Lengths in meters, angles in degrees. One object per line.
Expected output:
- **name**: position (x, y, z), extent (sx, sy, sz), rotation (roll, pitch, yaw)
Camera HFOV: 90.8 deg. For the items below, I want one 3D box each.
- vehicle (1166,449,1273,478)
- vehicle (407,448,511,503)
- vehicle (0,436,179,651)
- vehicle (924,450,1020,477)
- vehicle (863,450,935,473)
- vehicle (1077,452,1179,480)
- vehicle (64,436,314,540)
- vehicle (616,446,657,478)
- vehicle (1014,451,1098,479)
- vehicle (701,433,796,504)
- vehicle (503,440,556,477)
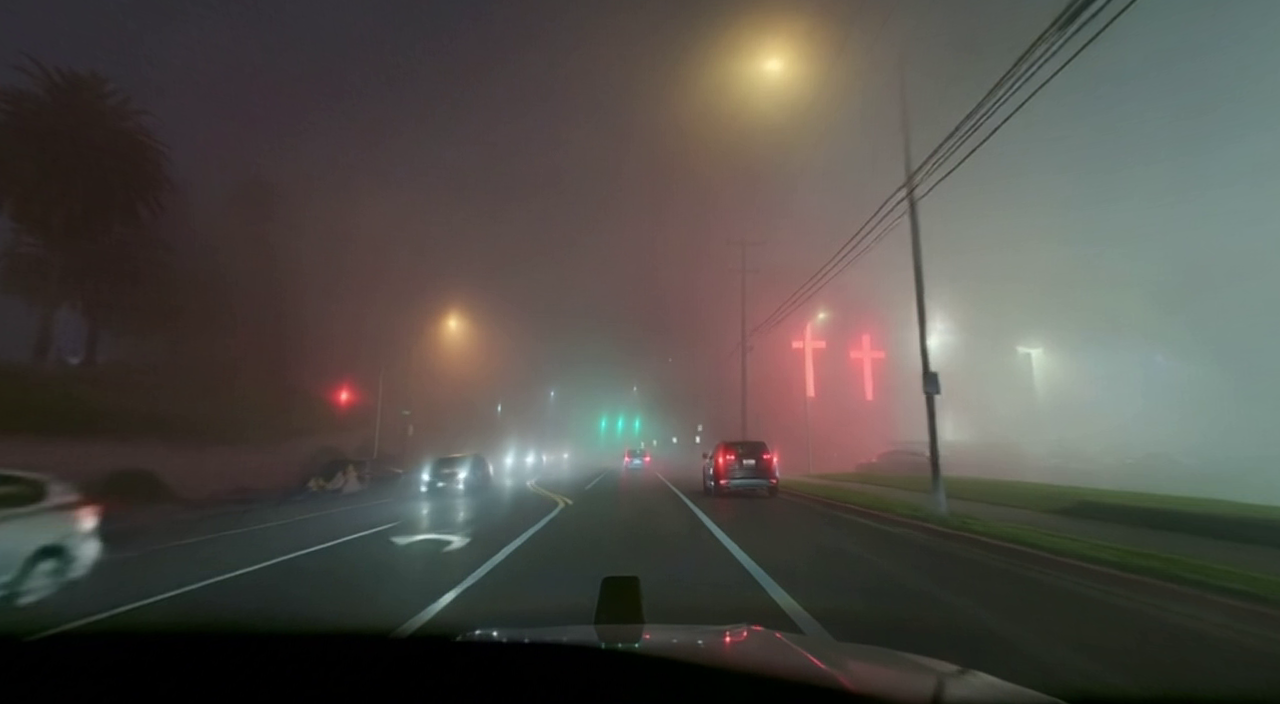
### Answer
- **vehicle**: position (35.875, 6.890, 39.192), extent (4.642, 1.646, 2.017), rotation (0, -8, -1)
- **vehicle**: position (-5.783, 3.976, 20.812), extent (2.074, 1.541, 4.395), rotation (0, -8, 0)
- **vehicle**: position (-5.695, 1.301, 3.969), extent (2.135, 1.542, 4.575), rotation (0, -8, 0)
- **vehicle**: position (20.422, 6.874, 39.077), extent (4.673, 1.592, 2.193), rotation (-1, -8, 1)
- **vehicle**: position (20.164, 8.517, 49.353), extent (4.540, 1.386, 2.337), rotation (-4, -8, -1)
- **vehicle**: position (30.000, 7.008, 38.946), extent (4.463, 1.600, 2.122), rotation (0, -8, 0)
- **vehicle**: position (-9.216, 2.756, 13.518), extent (2.005, 1.841, 4.300), rotation (-1, -8, 2)
- **vehicle**: position (-0.208, 6.164, 35.735), extent (2.196, 1.655, 3.939), rotation (0, -8, 0)
- **vehicle**: position (25.515, 6.926, 38.881), extent (3.611, 1.590, 2.171), rotation (0, -8, -1)
- **vehicle**: position (3.102, 3.441, 19.060), extent (1.995, 1.858, 4.333), rotation (0, -8, -1)
- **vehicle**: position (-5.979, 5.795, 34.730), extent (2.106, 1.890, 4.783), rotation (0, -8, -1)
